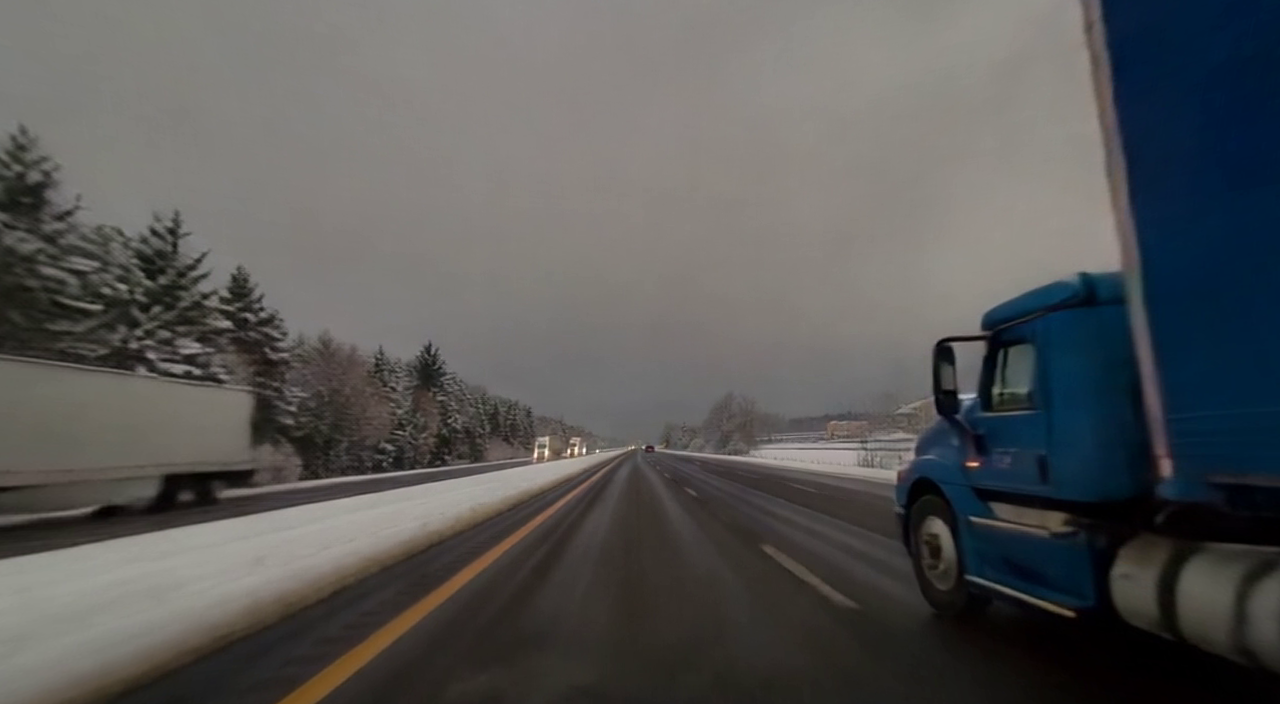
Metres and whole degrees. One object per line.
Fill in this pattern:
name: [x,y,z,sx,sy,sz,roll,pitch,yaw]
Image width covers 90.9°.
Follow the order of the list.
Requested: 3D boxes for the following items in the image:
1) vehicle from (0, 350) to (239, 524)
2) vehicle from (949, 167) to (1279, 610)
vehicle: [-15.792,2.213,16.065,3.215,3.811,12.193,0,-9,-1]
vehicle: [7.281,0.248,5.150,3.032,3.946,12.509,0,-9,-1]
